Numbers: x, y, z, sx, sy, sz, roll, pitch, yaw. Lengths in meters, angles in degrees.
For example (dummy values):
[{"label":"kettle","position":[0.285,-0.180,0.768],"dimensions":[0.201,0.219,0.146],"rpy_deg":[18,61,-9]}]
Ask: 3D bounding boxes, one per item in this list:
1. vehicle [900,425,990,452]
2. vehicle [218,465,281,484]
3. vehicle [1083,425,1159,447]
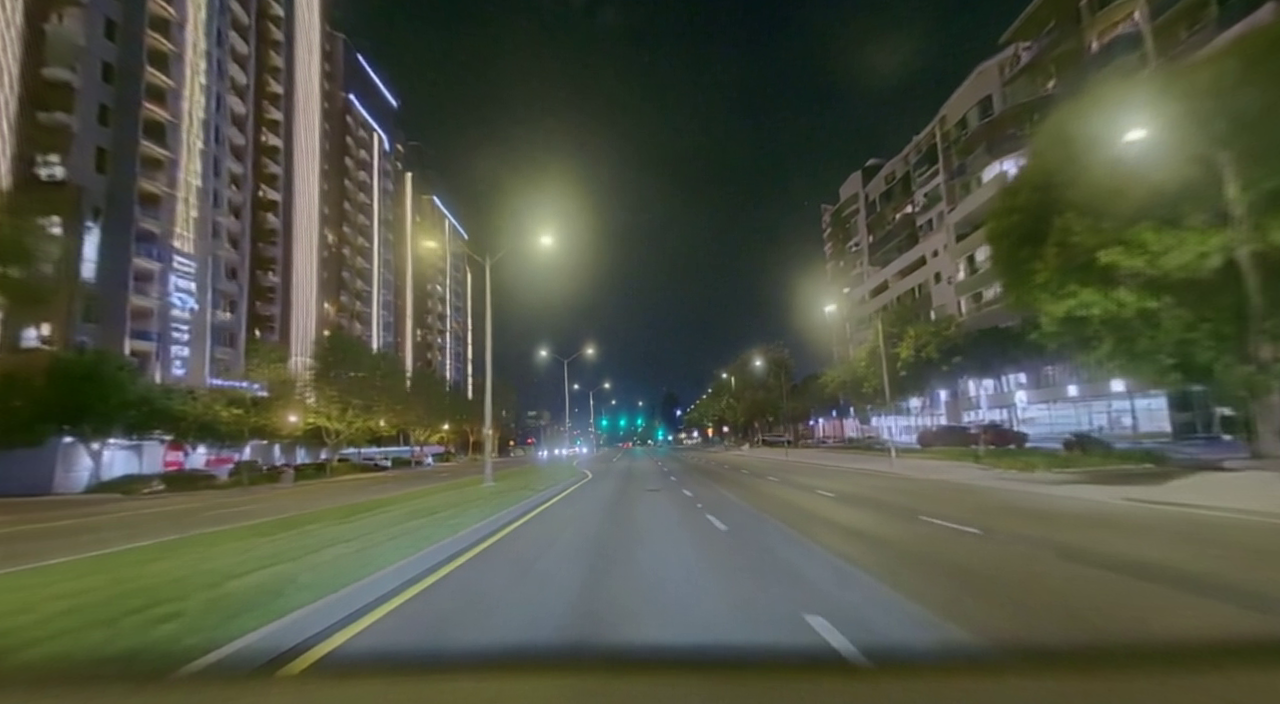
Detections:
[{"label":"vehicle","position":[19.758,5.650,41.121],"dimensions":[4.745,1.675,2.096],"rpy_deg":[0,-9,0]},{"label":"vehicle","position":[-30.746,9.670,49.796],"dimensions":[3.705,1.403,1.762],"rpy_deg":[0,-9,2]},{"label":"vehicle","position":[33.251,5.861,43.788],"dimensions":[1.818,1.427,4.239],"rpy_deg":[0,-9,-2]}]
